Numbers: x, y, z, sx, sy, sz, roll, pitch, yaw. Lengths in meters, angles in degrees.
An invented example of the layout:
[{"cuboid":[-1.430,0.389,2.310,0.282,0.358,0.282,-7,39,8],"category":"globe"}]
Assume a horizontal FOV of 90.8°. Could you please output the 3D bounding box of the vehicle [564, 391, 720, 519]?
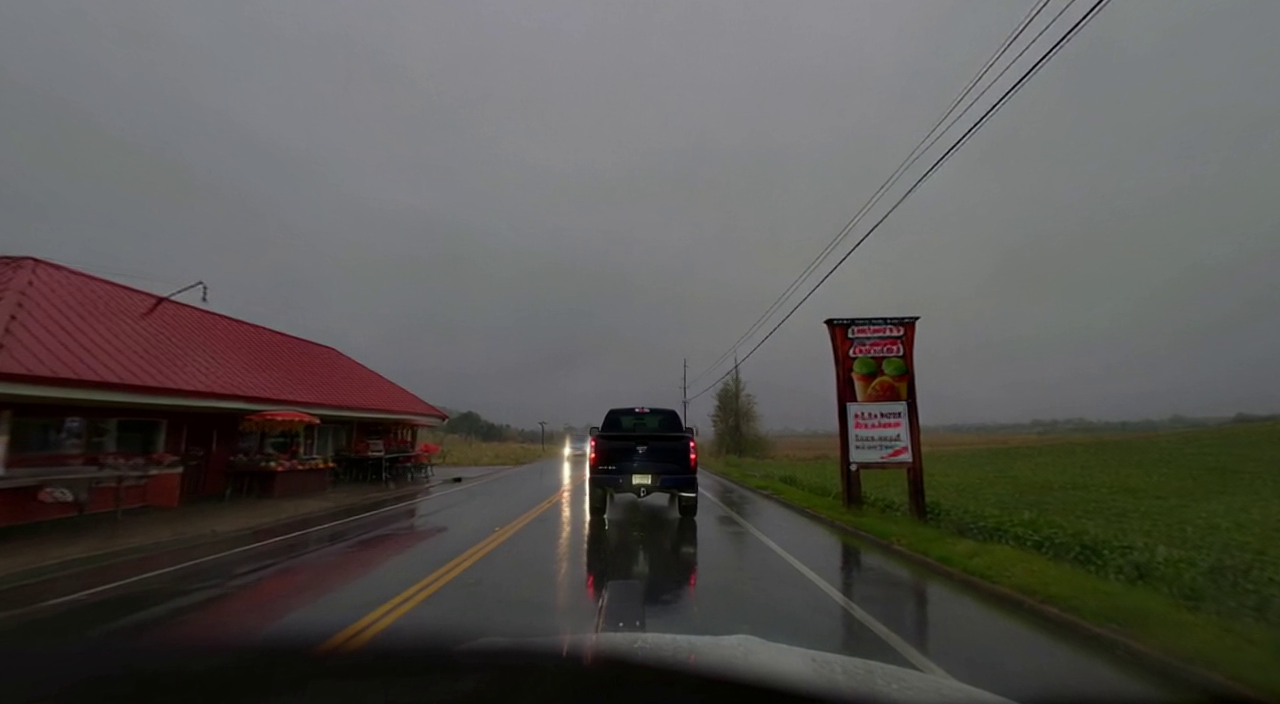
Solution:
[{"cuboid":[-0.045,2.223,14.018,2.693,2.223,5.885,0,-8,-2],"category":"vehicle"}]
